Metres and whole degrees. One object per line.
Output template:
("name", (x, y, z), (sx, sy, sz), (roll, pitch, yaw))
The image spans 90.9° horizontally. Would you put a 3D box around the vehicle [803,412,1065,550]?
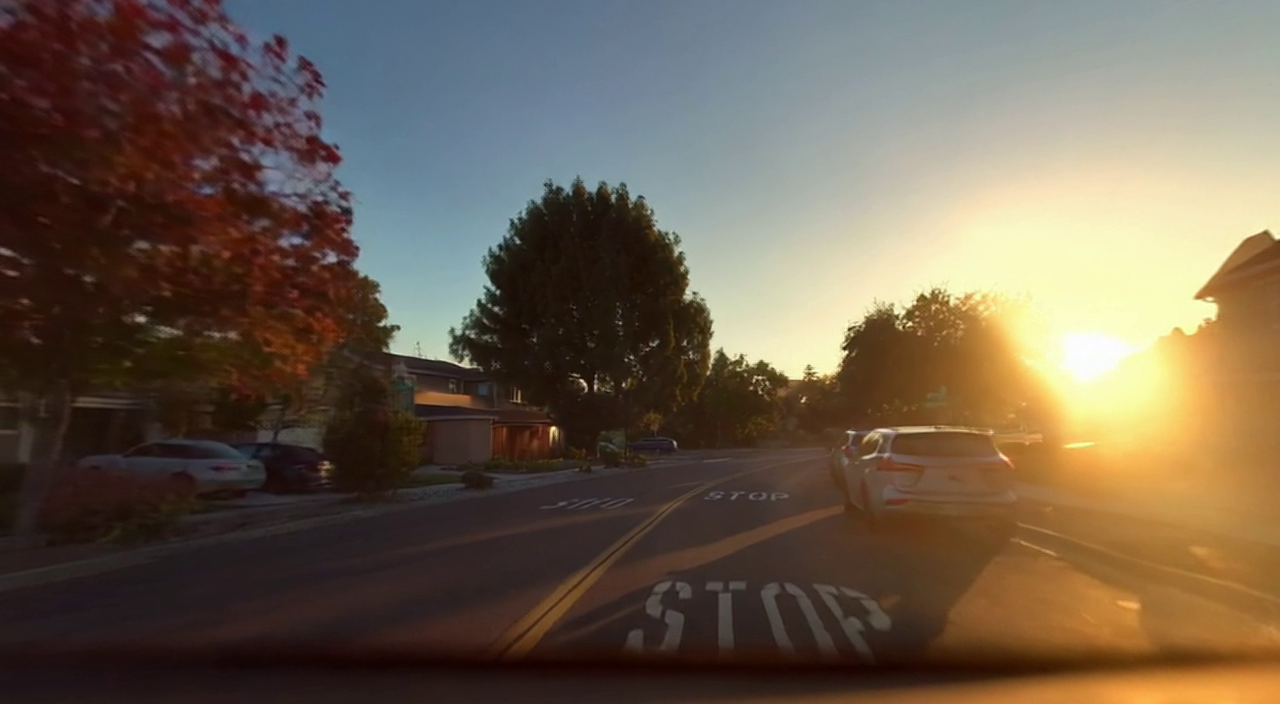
("vehicle", (4.220, 1.934, 10.212), (2.692, 1.649, 4.689), (-2, -9, 11))
